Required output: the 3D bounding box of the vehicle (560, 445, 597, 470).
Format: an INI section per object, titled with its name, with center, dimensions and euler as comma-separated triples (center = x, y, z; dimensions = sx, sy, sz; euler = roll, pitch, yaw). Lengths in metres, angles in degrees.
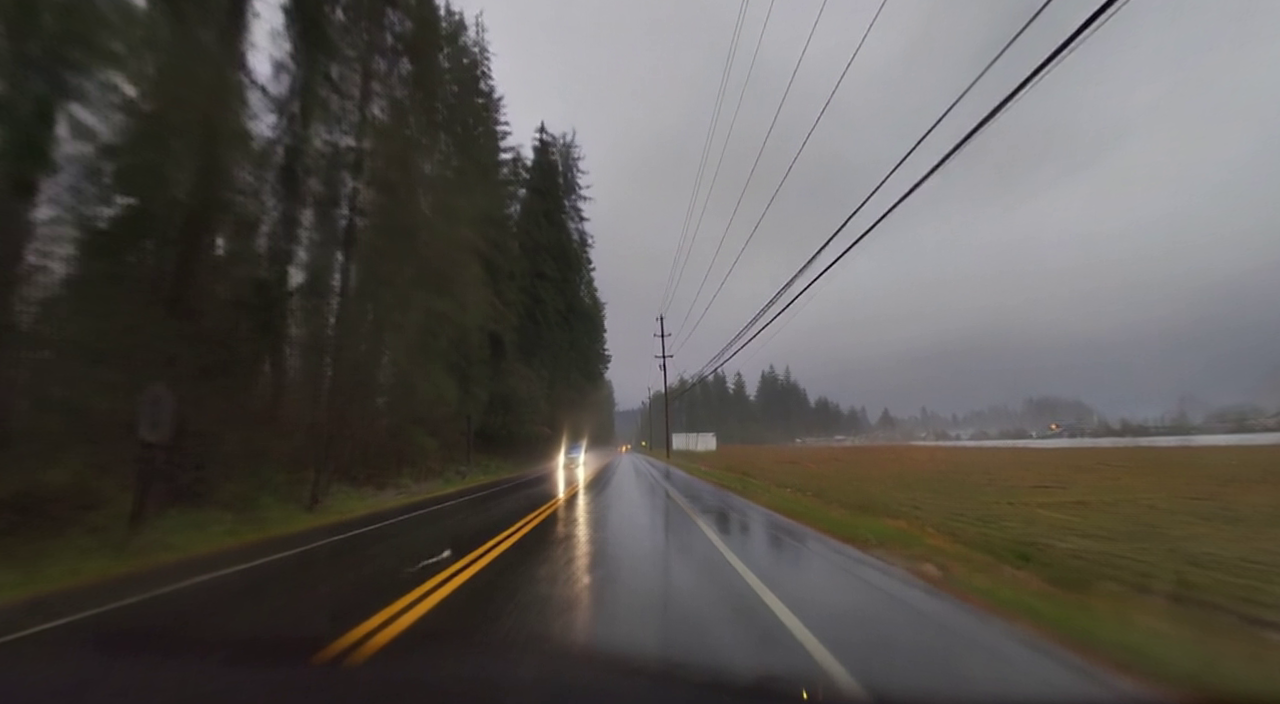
[vehicle]
center = -4.055, 7.025, 42.262
dimensions = 2.030, 1.552, 4.188
euler = 1, -9, 1
